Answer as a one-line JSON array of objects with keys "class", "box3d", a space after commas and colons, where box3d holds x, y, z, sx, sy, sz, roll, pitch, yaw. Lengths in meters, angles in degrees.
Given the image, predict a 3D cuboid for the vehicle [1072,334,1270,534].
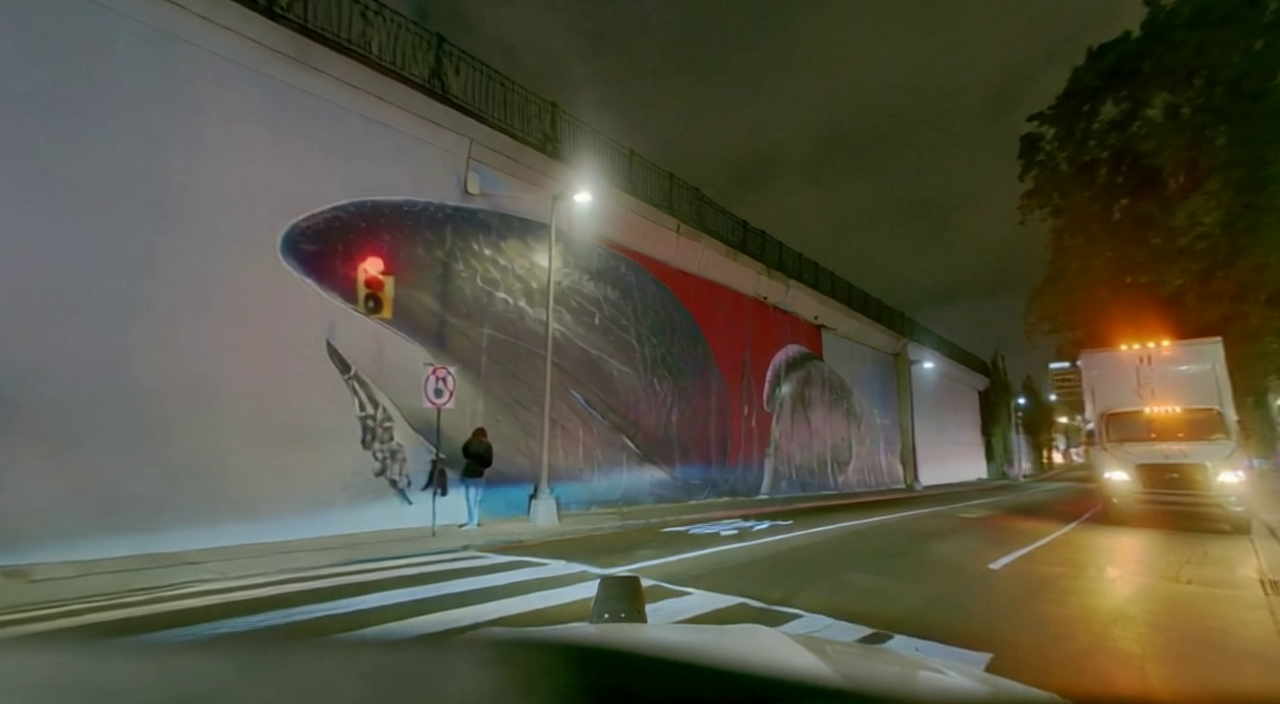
[{"class": "vehicle", "box3d": [14.059, 2.233, 16.755, 2.849, 3.893, 9.347, -7, -11, 40]}]
